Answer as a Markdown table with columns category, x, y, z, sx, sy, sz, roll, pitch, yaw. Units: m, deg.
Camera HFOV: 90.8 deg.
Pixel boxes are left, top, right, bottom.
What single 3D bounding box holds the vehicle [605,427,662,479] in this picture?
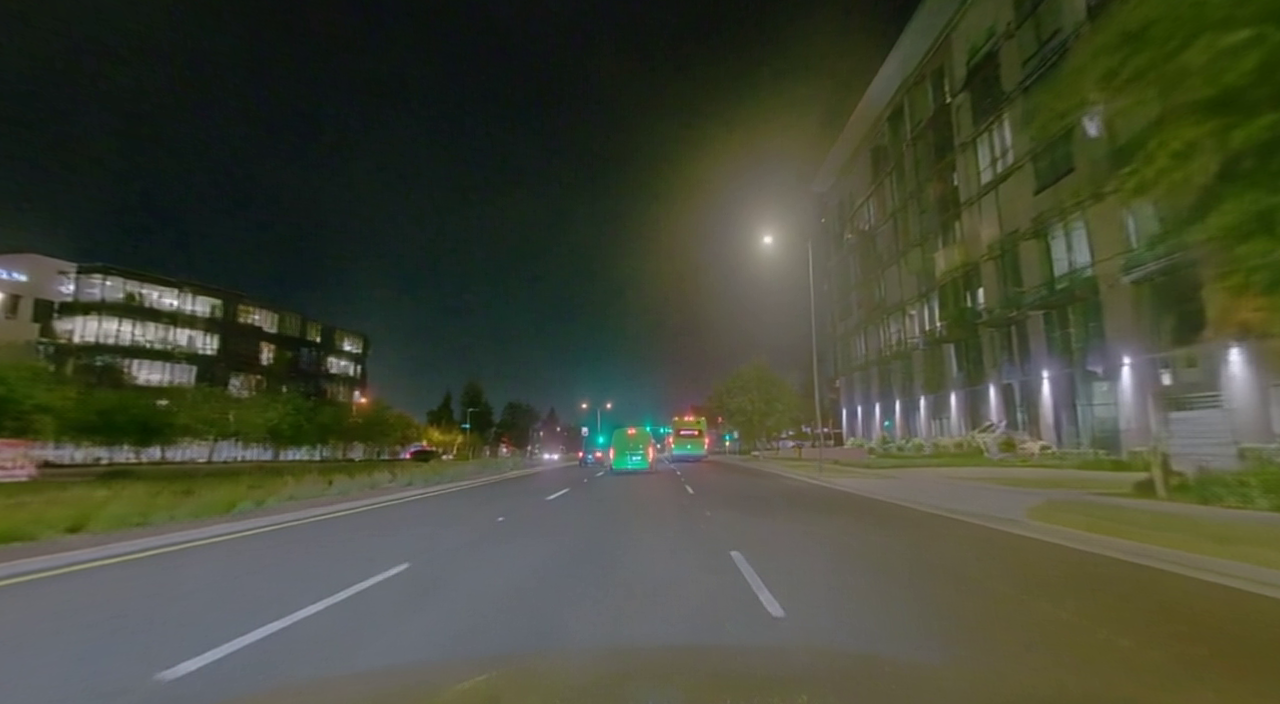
| category | x | y | z | sx | sy | sz | roll | pitch | yaw |
| --- | --- | --- | --- | --- | --- | --- | --- | --- | --- |
| vehicle | -0.192 | 4.573 | 28.770 | 2.336 | 2.122 | 5.207 | -1 | -9 | 2 |

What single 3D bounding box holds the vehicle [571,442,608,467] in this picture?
| category | x | y | z | sx | sy | sz | roll | pitch | yaw |
| --- | --- | --- | --- | --- | --- | --- | --- | --- | --- |
| vehicle | -3.498 | 7.205 | 44.537 | 2.109 | 1.672 | 4.256 | -1 | -9 | 2 |
